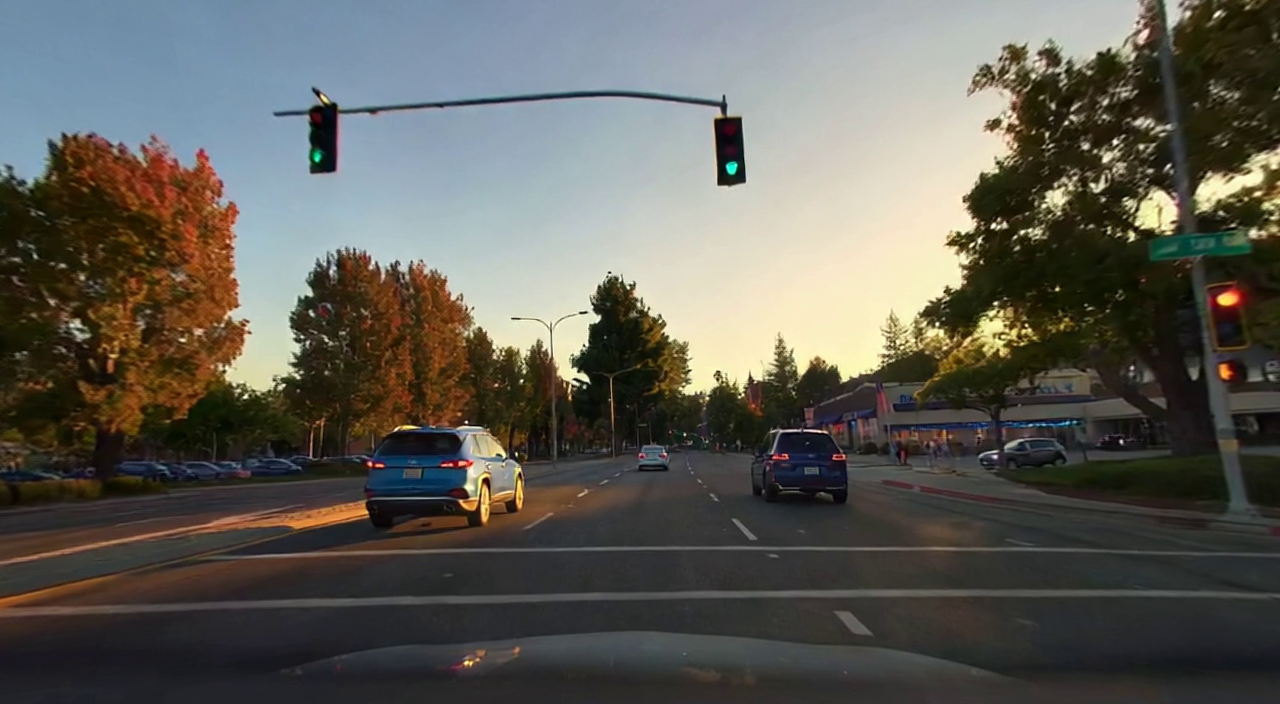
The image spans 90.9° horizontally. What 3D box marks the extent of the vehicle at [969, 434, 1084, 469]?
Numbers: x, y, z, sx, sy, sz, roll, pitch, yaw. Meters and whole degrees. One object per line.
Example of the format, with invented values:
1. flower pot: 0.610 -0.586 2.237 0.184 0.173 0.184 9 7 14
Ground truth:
1. vehicle: 18.895 4.876 31.041 4.601 1.603 1.852 -5 -10 29

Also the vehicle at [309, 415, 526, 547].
1. vehicle: -3.517 2.124 11.064 2.047 1.810 4.414 0 -8 2

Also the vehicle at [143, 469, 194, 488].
1. vehicle: -37.409 9.997 49.930 3.811 1.272 1.760 -5 -10 30

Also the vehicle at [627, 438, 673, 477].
1. vehicle: 0.546 5.049 30.376 2.067 1.702 3.987 0 -8 3

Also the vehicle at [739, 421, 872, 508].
1. vehicle: 3.767 2.656 15.271 2.083 1.779 4.347 0 -8 1
